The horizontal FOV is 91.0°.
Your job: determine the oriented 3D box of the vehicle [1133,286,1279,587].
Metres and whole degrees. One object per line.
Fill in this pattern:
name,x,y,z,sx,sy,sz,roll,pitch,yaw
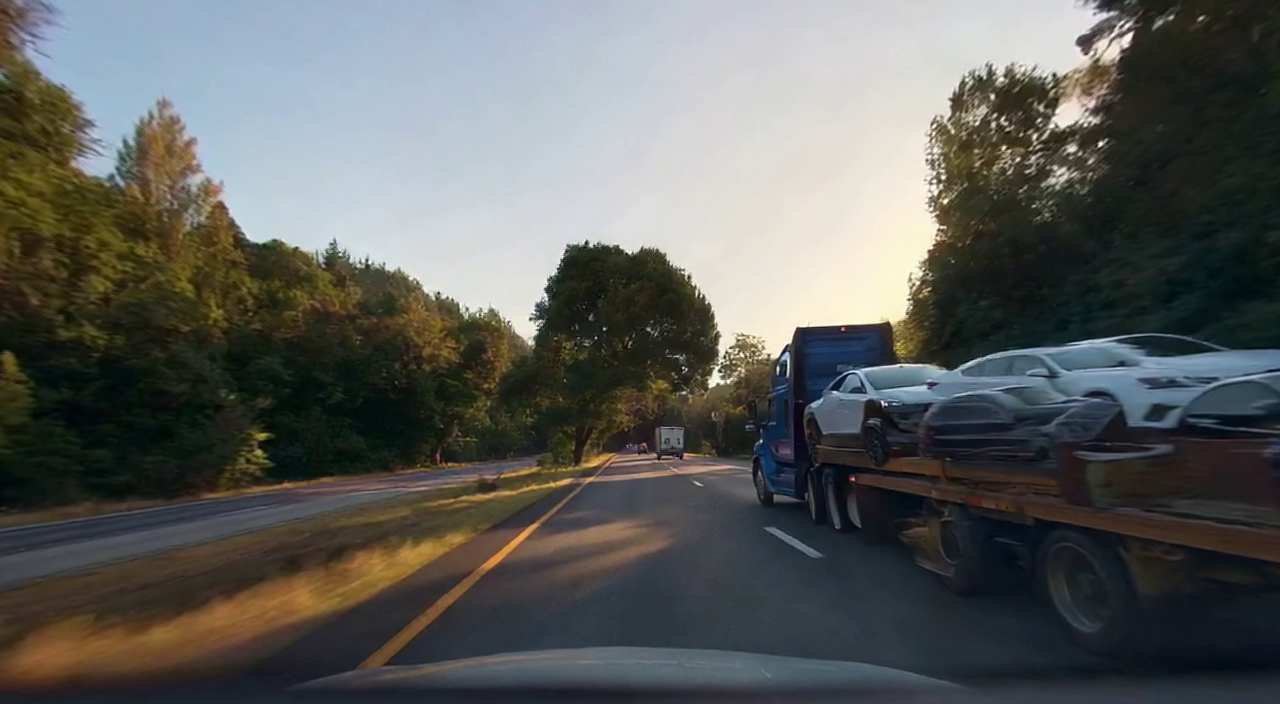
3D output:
vehicle,4.404,0.171,2.036,2.048,1.580,4.334,-4,-10,1

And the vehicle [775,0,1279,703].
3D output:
vehicle,4.385,0.016,3.853,2.846,3.782,16.985,0,-8,-2
